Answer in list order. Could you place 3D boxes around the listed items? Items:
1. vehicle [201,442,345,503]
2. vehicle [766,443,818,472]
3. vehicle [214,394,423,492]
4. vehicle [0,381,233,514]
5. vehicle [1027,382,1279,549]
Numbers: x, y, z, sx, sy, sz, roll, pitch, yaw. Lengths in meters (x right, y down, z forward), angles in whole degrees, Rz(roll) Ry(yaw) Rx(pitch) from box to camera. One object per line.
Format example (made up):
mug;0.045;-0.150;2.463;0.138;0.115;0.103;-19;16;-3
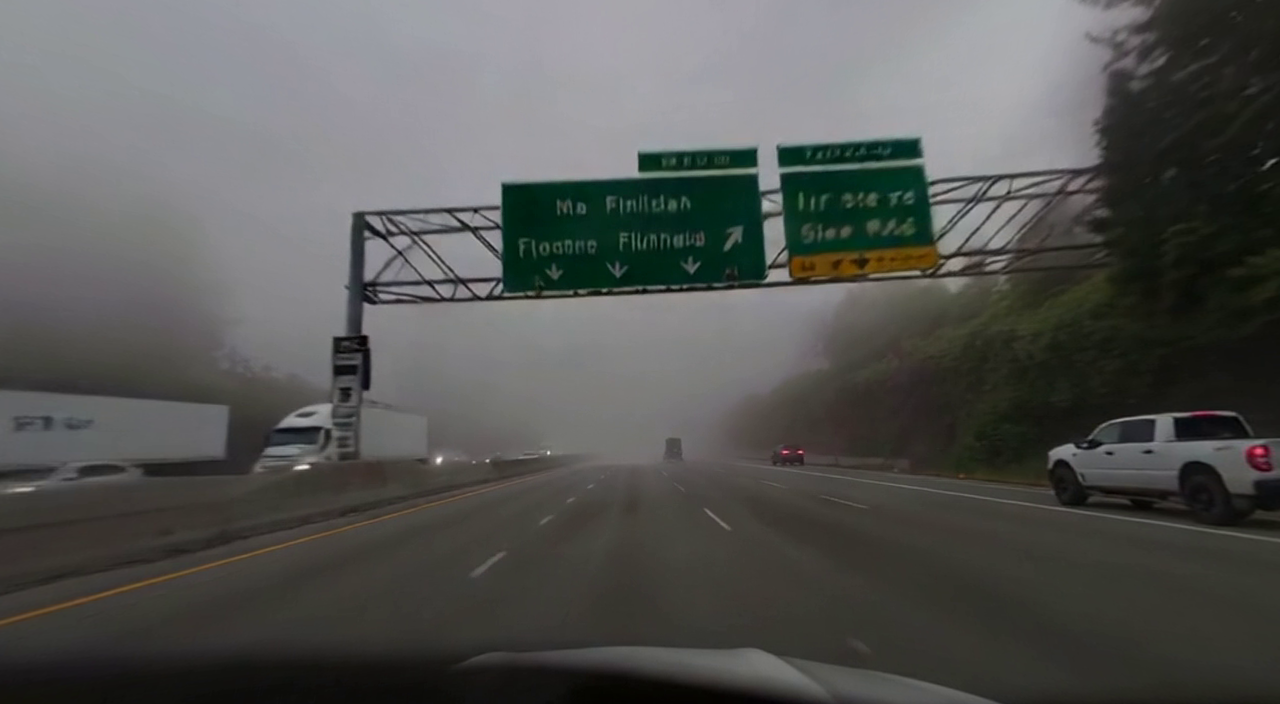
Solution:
vehicle;-12.489;4.106;21.906;2.018;1.849;4.922;0;-9;0
vehicle;9.295;6.484;38.894;1.950;1.632;4.845;0;-9;-1
vehicle;-16.282;5.036;34.384;3.520;4.128;15.275;0;-9;-1
vehicle;-23.048;3.900;25.459;3.273;4.347;15.906;0;-9;-3
vehicle;9.060;1.741;10.003;2.184;2.052;5.650;0;-9;0
